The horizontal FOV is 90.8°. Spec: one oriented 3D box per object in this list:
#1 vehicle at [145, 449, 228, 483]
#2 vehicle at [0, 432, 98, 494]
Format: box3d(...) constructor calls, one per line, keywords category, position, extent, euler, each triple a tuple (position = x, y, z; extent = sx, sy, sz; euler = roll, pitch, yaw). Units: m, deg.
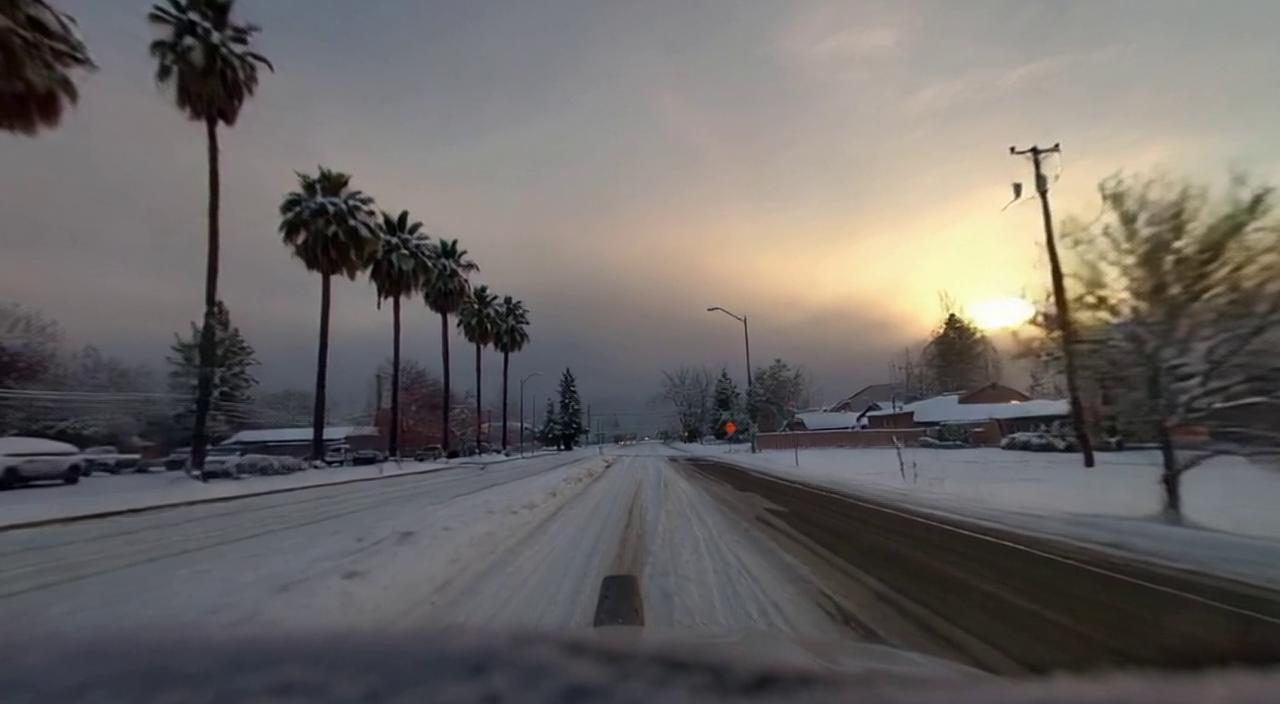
box3d(category="vehicle", position=(-26.054, 6.564, 36.263), extent=(4.546, 1.479, 2.103), euler=(-9, -8, 28))
box3d(category="vehicle", position=(-31.565, 5.796, 33.756), extent=(3.668, 2.687, 5.473), euler=(0, -6, -43))
